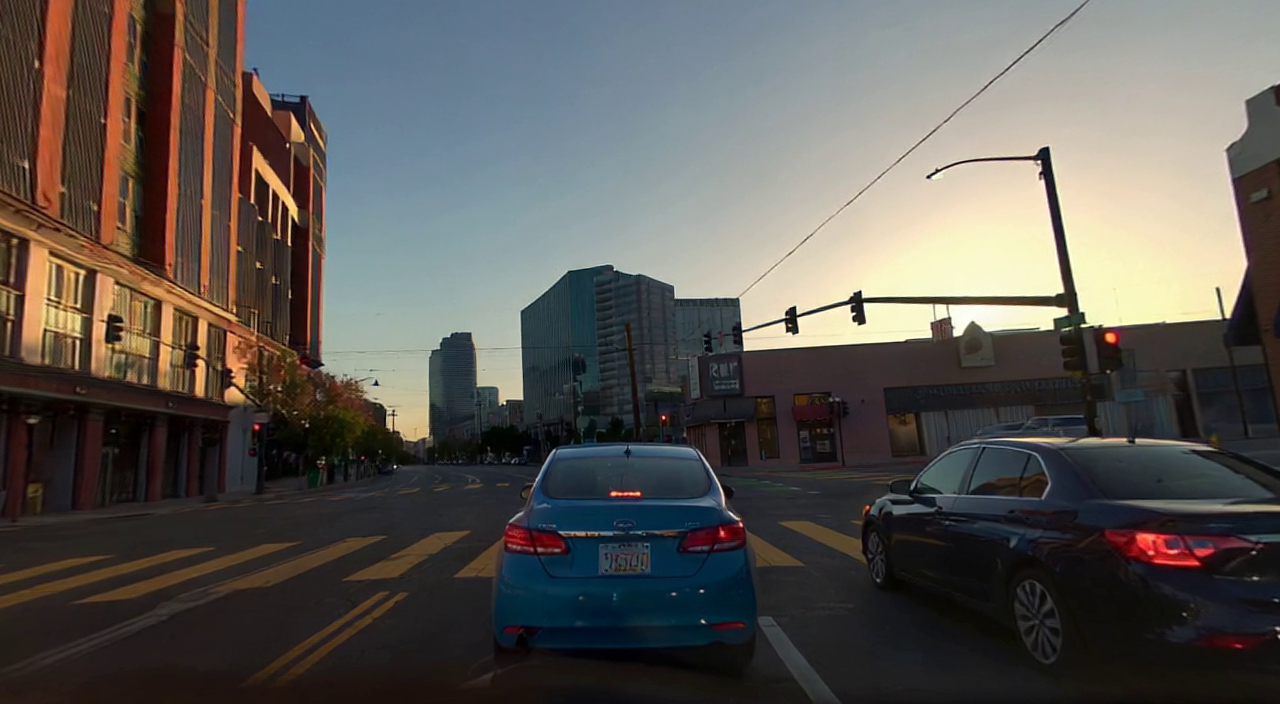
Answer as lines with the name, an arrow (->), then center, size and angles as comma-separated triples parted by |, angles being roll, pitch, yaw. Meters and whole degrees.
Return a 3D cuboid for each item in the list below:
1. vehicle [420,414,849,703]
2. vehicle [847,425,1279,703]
vehicle -> -0.065, 1.353, 5.194 | 2.094, 1.481, 4.078 | 0, -8, -1
vehicle -> 3.348, 1.376, 5.093 | 1.860, 1.430, 4.089 | 0, -8, -1
